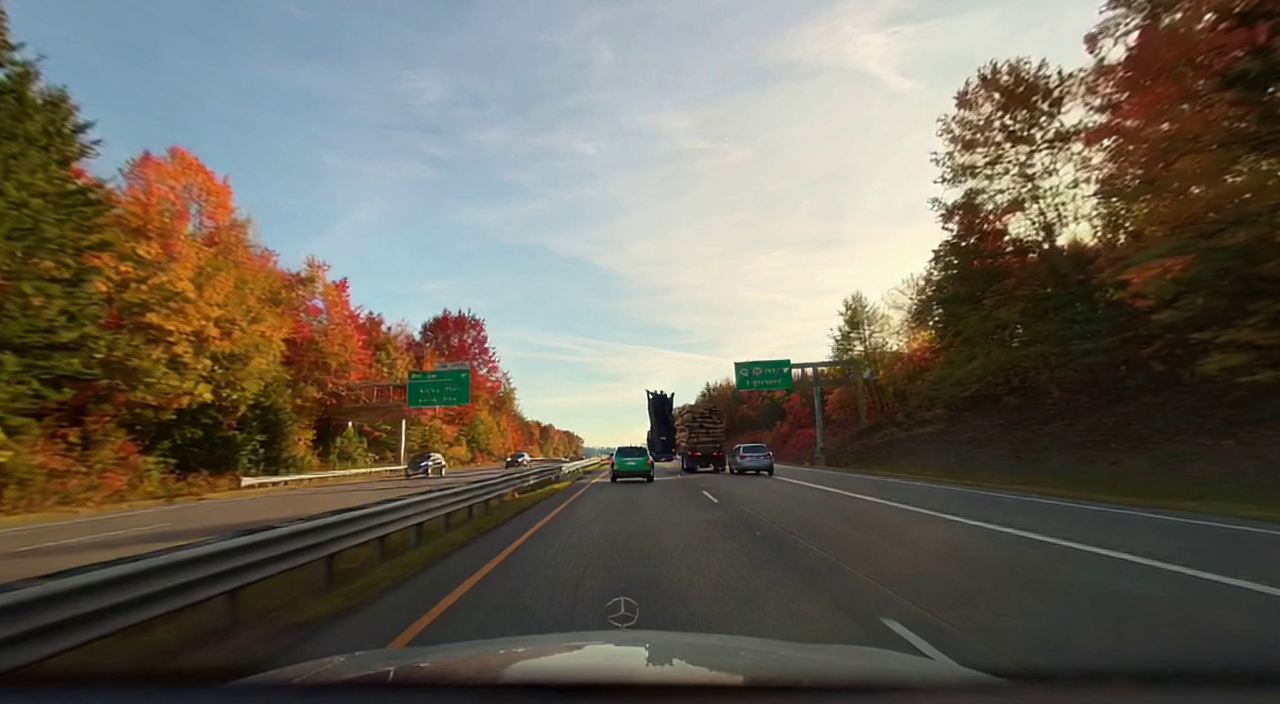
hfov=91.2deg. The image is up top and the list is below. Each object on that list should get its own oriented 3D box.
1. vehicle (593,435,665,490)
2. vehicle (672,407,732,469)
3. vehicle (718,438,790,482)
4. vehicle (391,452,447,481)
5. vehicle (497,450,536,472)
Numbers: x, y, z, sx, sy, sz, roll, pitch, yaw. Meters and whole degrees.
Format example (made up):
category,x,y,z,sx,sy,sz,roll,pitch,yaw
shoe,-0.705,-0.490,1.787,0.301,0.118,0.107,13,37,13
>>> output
category,x,y,z,sx,sy,sz,roll,pitch,yaw
vehicle,-0.387,3.795,21.869,2.263,1.699,3.936,0,-9,-1
vehicle,4.224,6.166,44.603,3.125,3.895,8.461,0,-9,-2
vehicle,4.612,4.445,26.050,2.057,1.660,4.525,0,-9,-1
vehicle,-13.718,7.098,39.108,1.965,1.625,4.309,0,-9,-1
vehicle,-9.143,8.089,46.784,1.999,1.498,4.105,-1,-9,1
